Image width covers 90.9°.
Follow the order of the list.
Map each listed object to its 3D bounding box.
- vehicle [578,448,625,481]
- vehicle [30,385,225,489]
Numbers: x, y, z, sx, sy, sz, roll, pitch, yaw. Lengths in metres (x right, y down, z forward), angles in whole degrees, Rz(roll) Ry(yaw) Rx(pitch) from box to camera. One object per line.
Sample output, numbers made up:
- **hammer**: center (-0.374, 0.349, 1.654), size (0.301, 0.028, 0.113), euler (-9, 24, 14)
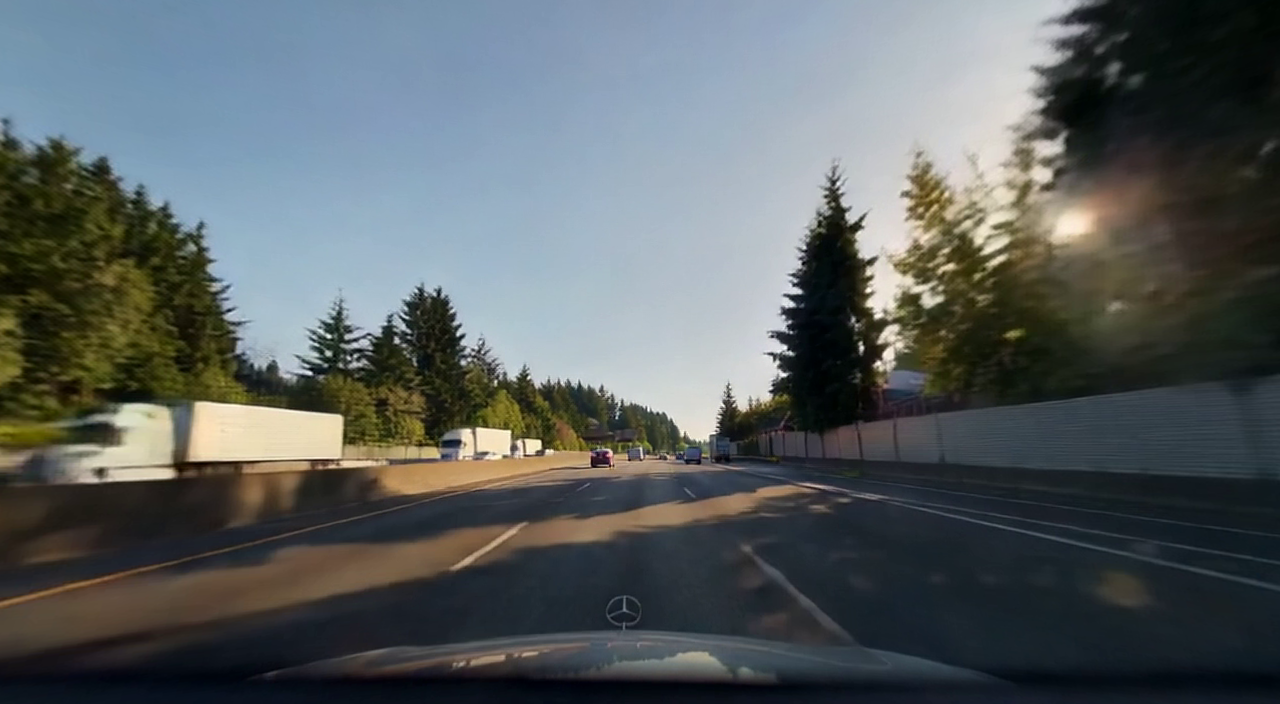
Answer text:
- **vehicle**: center (-1.855, 5.663, 31.958), size (2.035, 1.513, 4.272), euler (-1, -9, 1)
- **vehicle**: center (-21.866, 3.767, 27.505), size (2.968, 3.964, 6.130), euler (-1, -9, 2)
